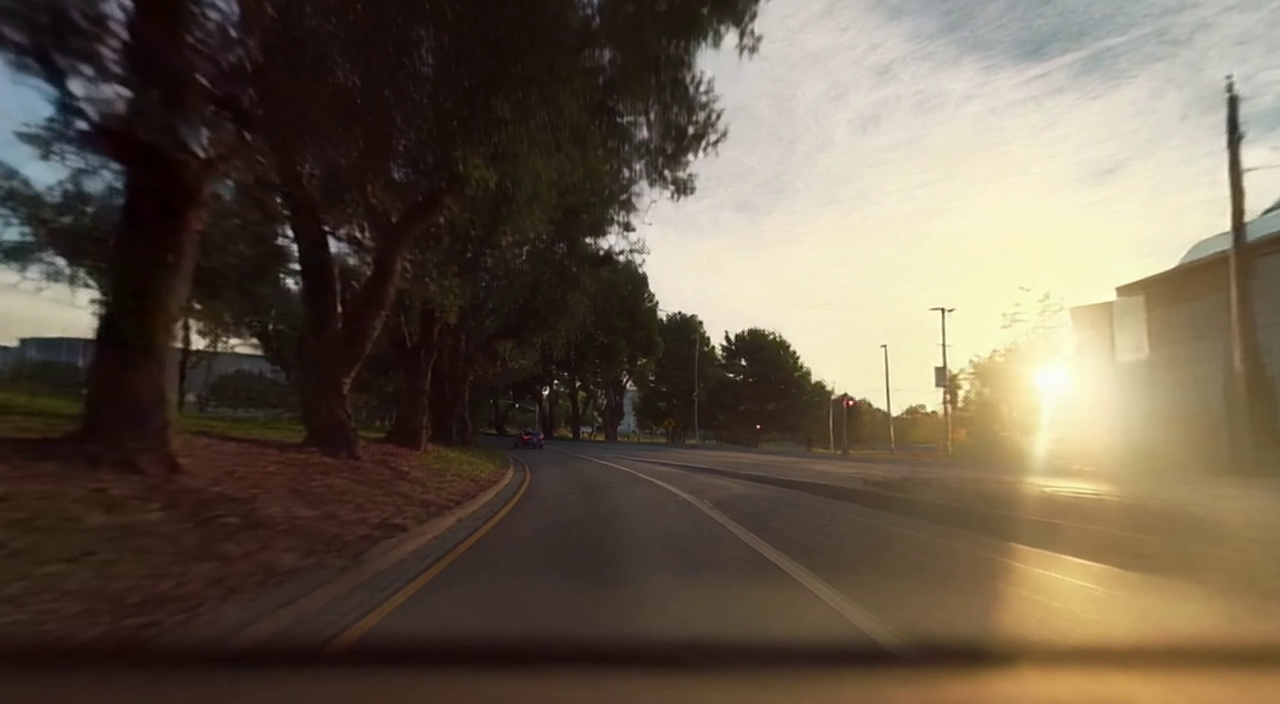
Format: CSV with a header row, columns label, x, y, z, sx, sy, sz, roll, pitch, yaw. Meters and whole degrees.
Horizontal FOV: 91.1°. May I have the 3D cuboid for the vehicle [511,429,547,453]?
label,x,y,z,sx,sy,sz,roll,pitch,yaw
vehicle,-8.255,6.577,46.317,1.947,1.729,4.051,3,-9,-19
